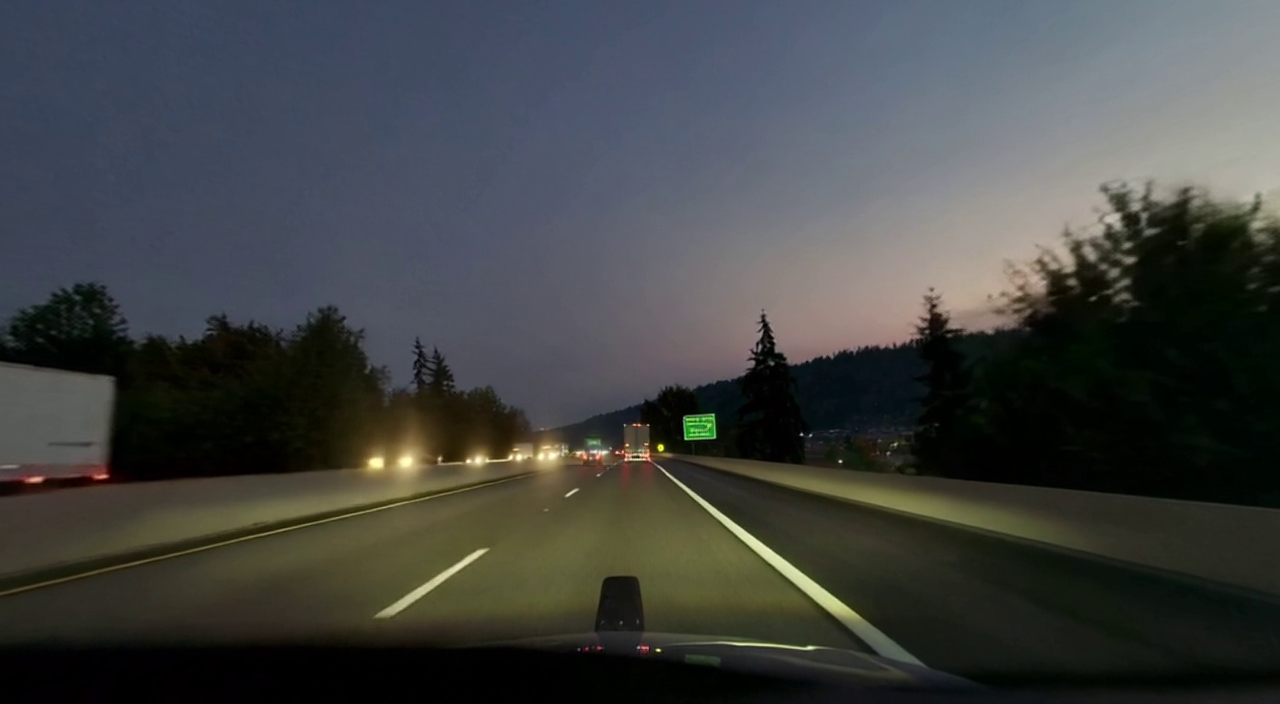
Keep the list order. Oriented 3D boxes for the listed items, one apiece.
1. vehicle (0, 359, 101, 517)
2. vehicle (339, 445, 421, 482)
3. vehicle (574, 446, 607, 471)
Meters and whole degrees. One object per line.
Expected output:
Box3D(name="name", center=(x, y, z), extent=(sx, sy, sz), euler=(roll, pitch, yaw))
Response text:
Box3D(name="vehicle", center=(-17.345, 1.467, 11.461), extent=(2.995, 3.876, 13.745), euler=(0, -9, 0))
Box3D(name="vehicle", center=(-13.084, 5.630, 32.155), extent=(2.129, 1.728, 4.816), euler=(0, -9, 0))
Box3D(name="vehicle", center=(-3.523, 7.730, 45.840), extent=(2.081, 1.682, 4.425), euler=(0, -9, 0))
